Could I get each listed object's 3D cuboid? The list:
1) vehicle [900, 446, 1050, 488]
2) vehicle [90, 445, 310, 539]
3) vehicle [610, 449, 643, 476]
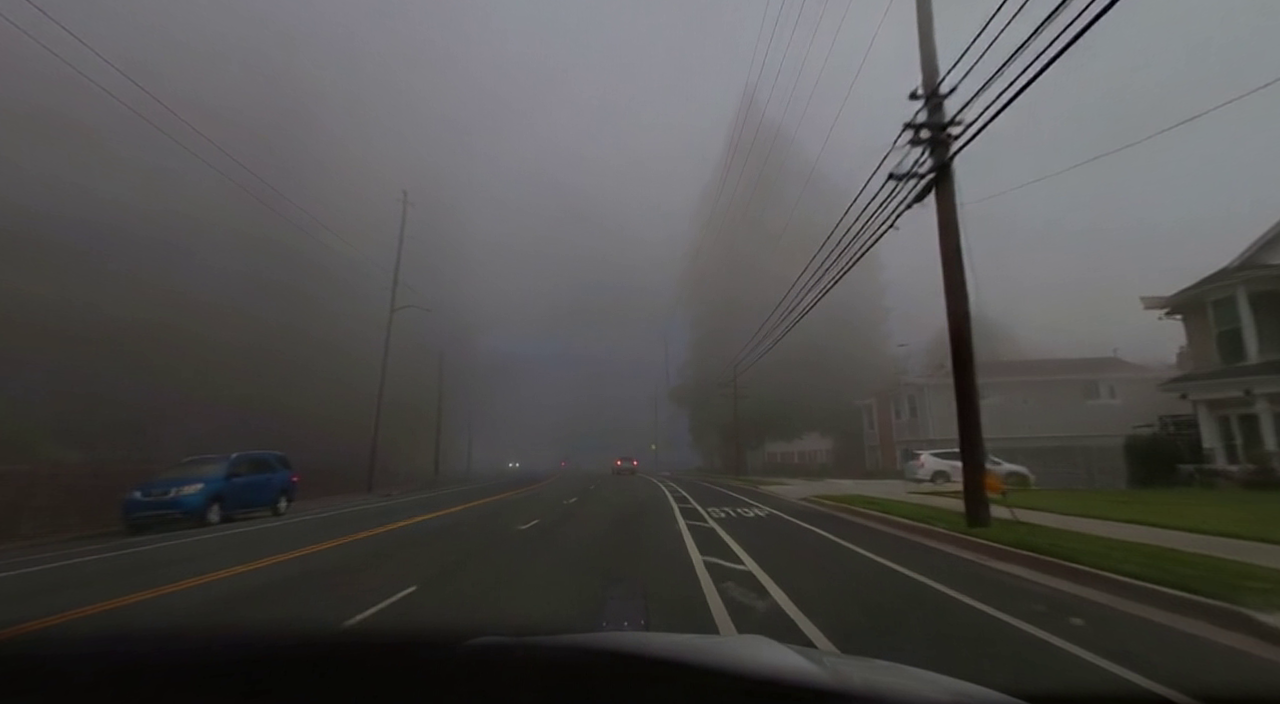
[{"bbox_3d":[12.745,4.381,24.201,4.648,1.511,1.919,0,-8,-2],"label":"vehicle"},{"bbox_3d":[-11.143,3.487,16.623,1.998,2.047,5.167,0,-8,0],"label":"vehicle"},{"bbox_3d":[-0.928,8.204,46.970,2.284,1.741,4.702,2,-8,1],"label":"vehicle"}]
